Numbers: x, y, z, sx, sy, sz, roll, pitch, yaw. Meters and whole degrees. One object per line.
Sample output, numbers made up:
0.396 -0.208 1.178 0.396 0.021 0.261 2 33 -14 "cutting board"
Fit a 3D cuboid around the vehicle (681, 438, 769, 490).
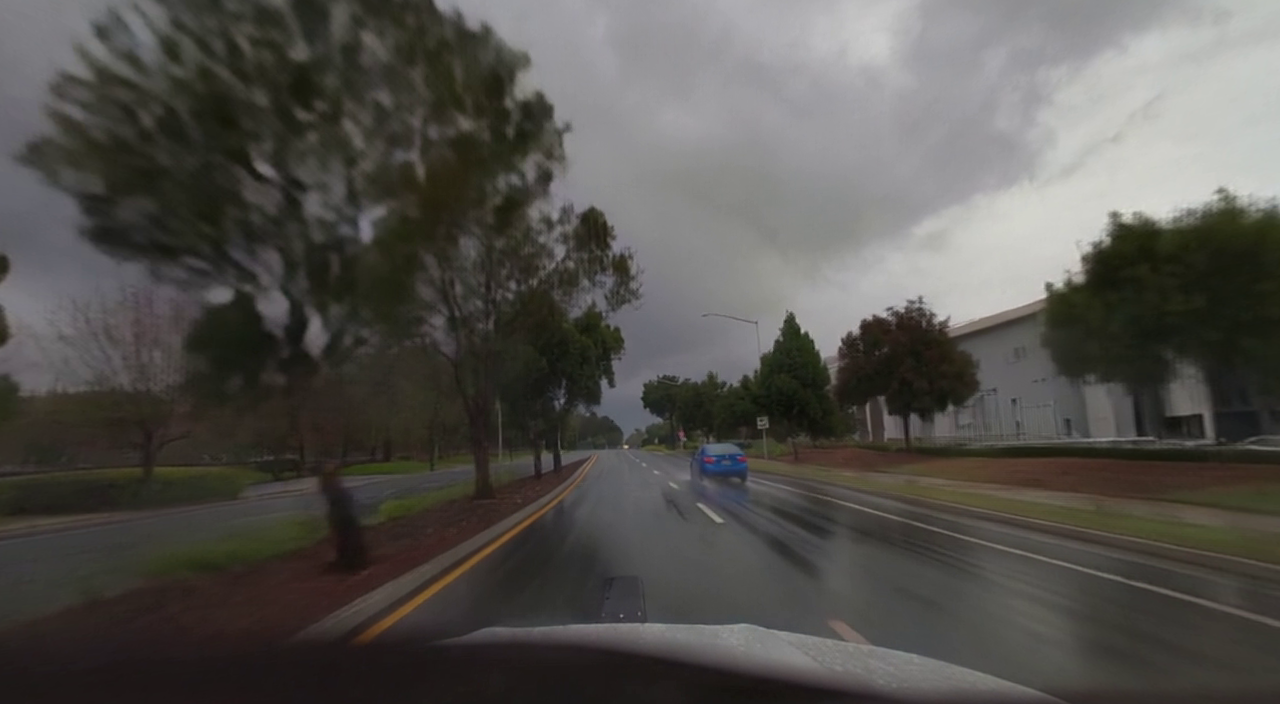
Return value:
2.655 3.652 20.948 2.114 1.493 4.430 0 -9 -2 "vehicle"
